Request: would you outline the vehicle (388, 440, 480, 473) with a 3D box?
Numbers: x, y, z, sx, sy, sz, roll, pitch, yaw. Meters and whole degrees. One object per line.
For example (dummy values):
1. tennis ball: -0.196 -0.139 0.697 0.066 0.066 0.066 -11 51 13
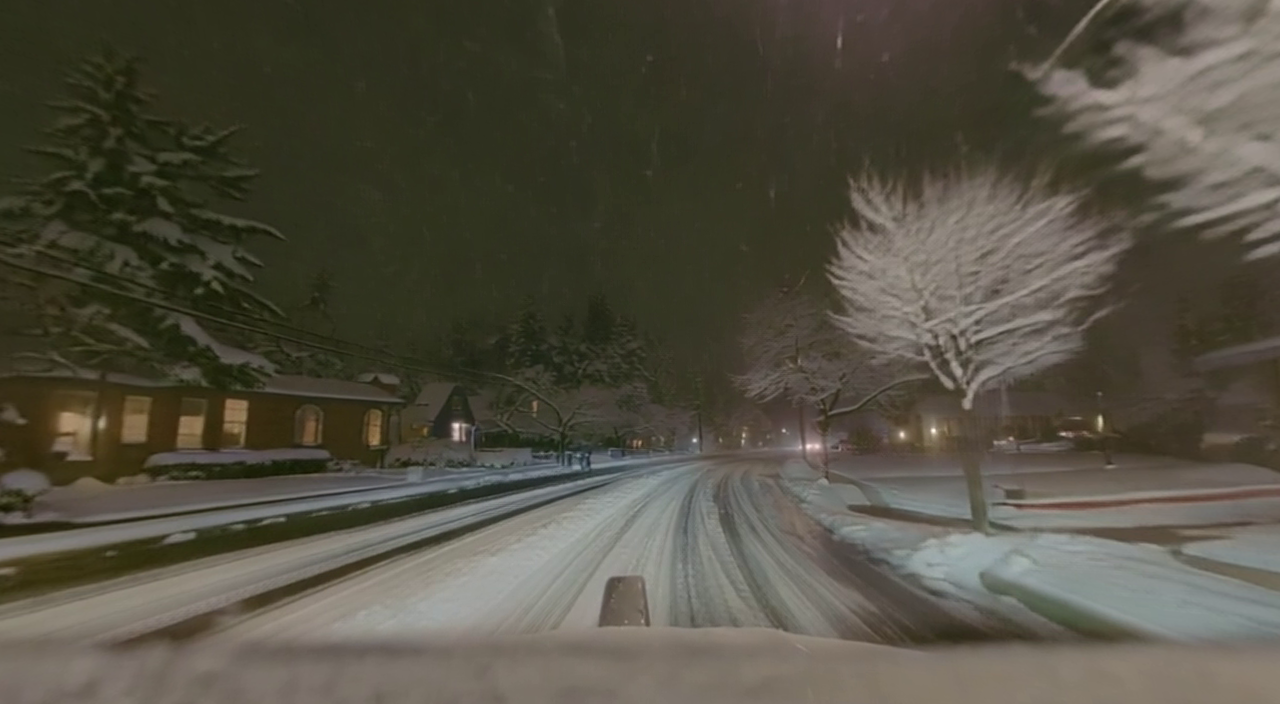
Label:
1. vehicle: -11.008 5.625 34.036 4.485 1.663 2.111 2 -9 -14
